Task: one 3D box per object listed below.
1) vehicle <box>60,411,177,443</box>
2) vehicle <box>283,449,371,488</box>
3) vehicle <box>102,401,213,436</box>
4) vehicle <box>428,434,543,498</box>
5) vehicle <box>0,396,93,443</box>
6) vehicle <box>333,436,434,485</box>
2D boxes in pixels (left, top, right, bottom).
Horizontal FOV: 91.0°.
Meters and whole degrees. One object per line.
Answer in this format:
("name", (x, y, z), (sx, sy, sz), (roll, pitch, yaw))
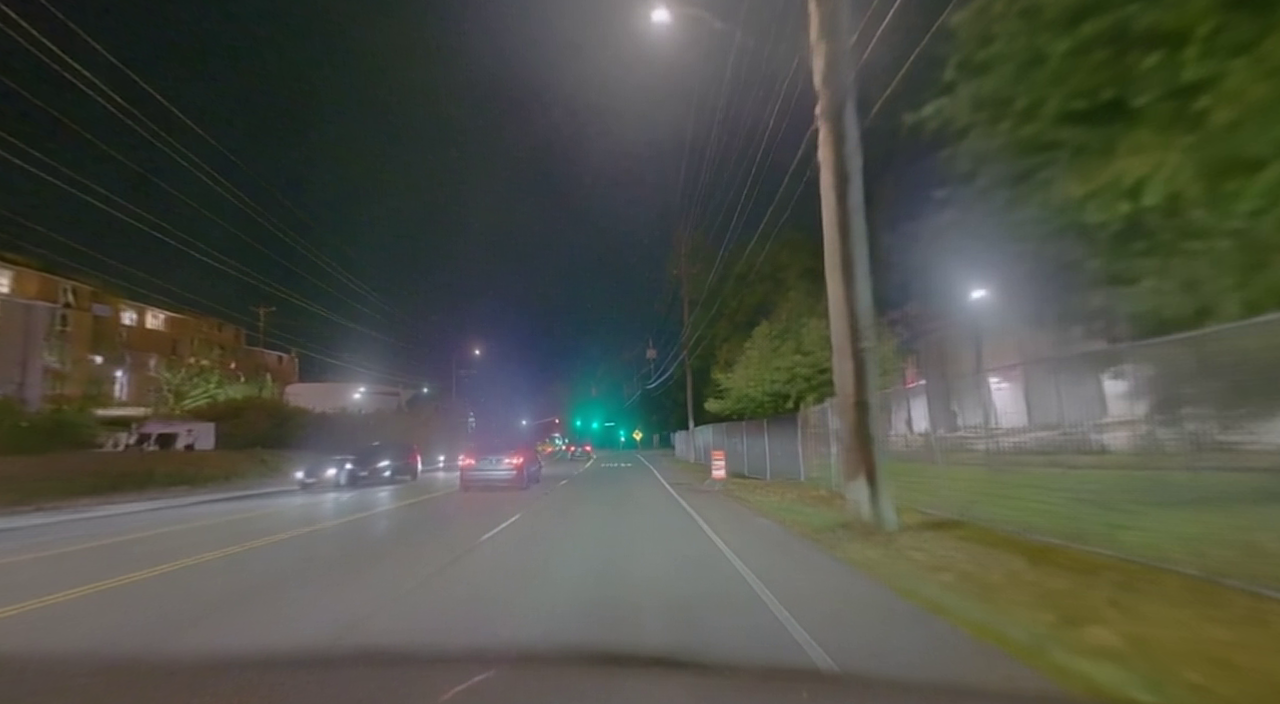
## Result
("vehicle", (-24.967, 3.620, 30.274), (3.898, 1.463, 1.839), (1, -8, -2))
("vehicle", (-14.637, 5.427, 29.748), (2.081, 1.515, 4.307), (-3, -8, -2))
("vehicle", (-24.584, 3.427, 32.198), (3.949, 1.754, 2.074), (0, -7, 0))
("vehicle", (-4.022, 3.046, 17.273), (2.020, 1.489, 4.469), (0, -8, 0))
("vehicle", (-24.873, 2.656, 24.714), (4.635, 1.737, 2.146), (1, -8, -4))
("vehicle", (-10.633, 4.520, 26.570), (2.206, 1.845, 4.917), (1, -8, -1))
